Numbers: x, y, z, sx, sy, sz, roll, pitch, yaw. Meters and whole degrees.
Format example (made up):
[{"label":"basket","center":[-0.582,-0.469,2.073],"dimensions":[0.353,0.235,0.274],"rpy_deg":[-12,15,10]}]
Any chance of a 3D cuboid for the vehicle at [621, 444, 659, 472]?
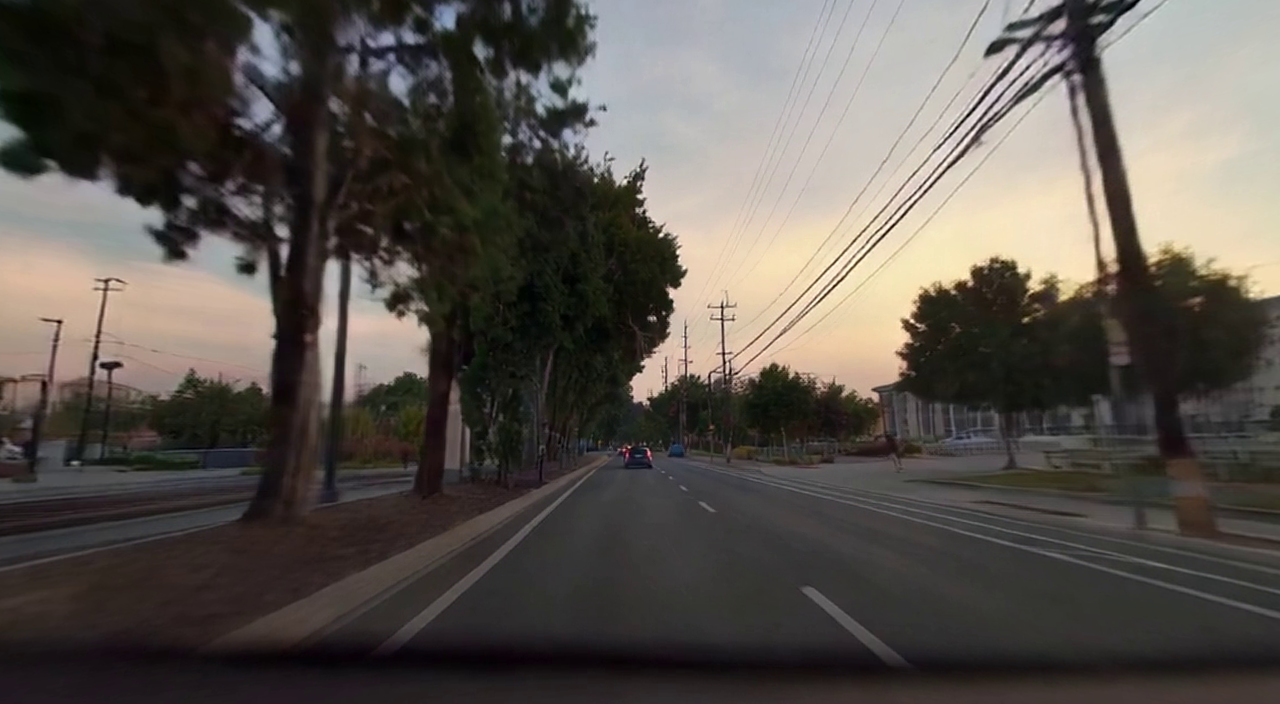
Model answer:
[{"label":"vehicle","center":[-0.037,6.119,36.718],"dimensions":[2.109,1.501,4.042],"rpy_deg":[1,-9,-1]}]
